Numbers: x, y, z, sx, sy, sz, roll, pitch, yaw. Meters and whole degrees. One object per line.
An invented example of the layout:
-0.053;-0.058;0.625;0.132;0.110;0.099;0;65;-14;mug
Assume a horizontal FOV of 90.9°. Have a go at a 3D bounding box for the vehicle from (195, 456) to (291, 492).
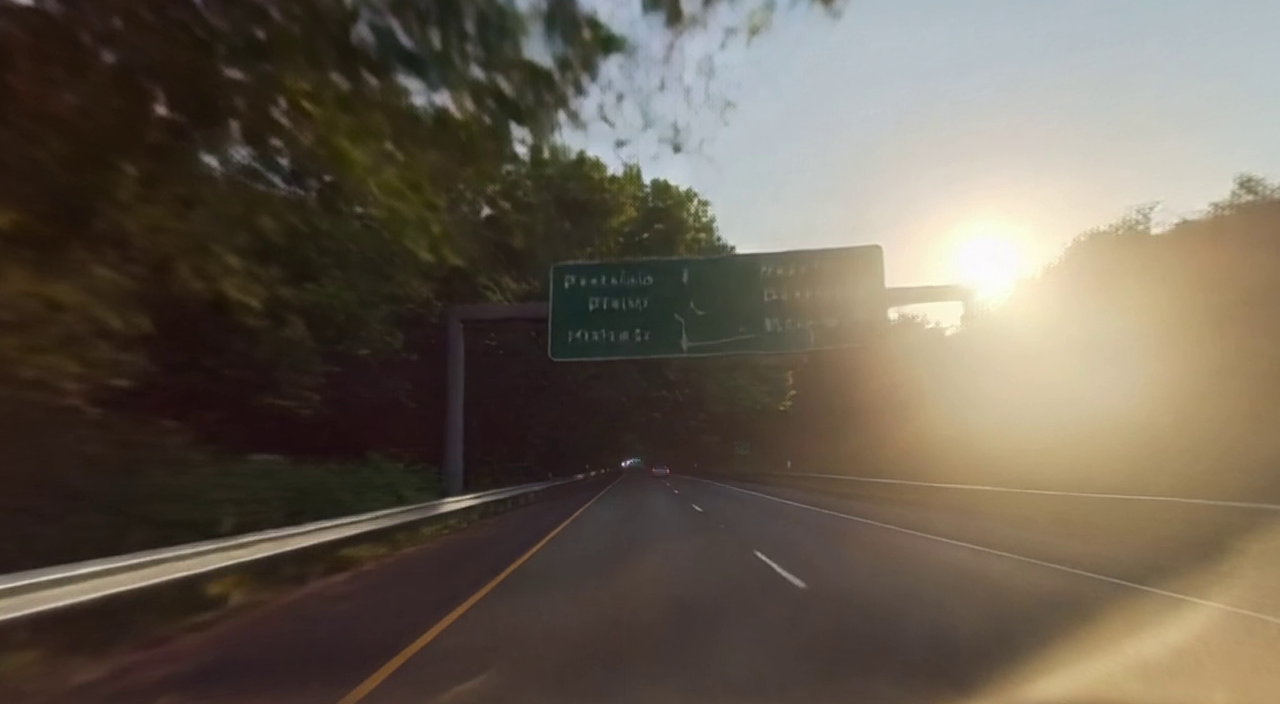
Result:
-19.525;6.042;31.260;1.893;1.602;4.274;1;-11;0;vehicle
